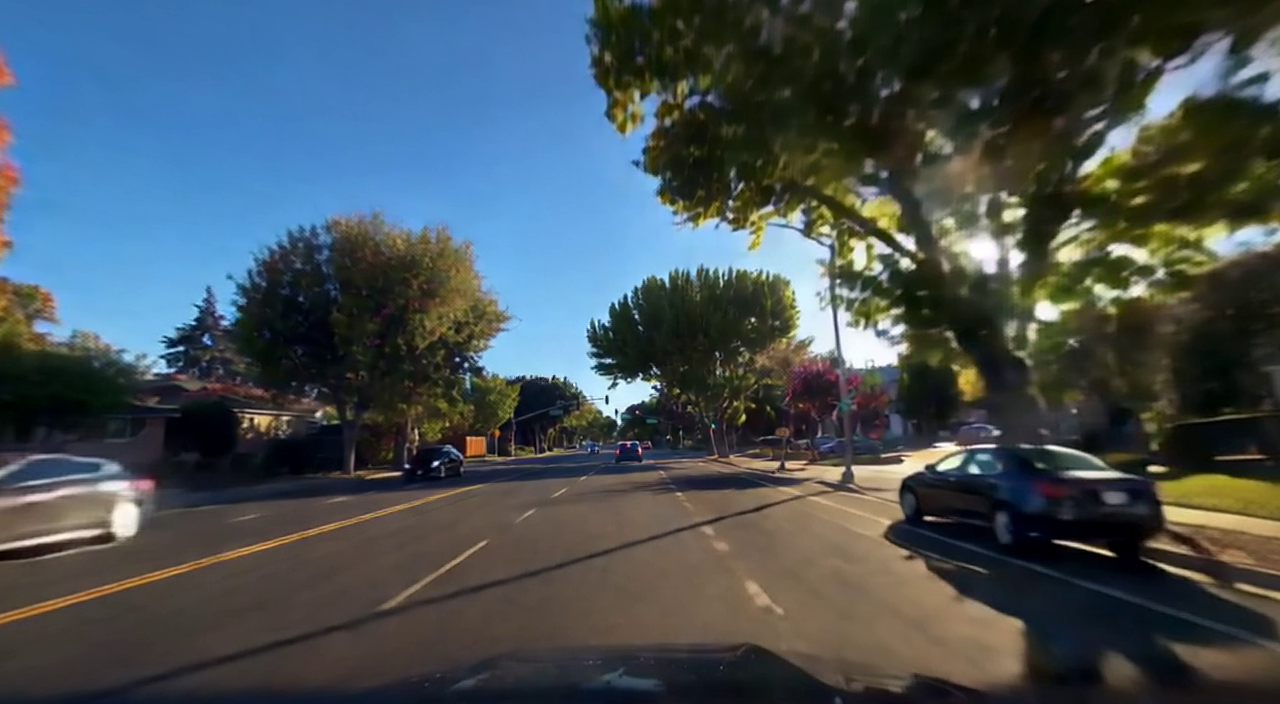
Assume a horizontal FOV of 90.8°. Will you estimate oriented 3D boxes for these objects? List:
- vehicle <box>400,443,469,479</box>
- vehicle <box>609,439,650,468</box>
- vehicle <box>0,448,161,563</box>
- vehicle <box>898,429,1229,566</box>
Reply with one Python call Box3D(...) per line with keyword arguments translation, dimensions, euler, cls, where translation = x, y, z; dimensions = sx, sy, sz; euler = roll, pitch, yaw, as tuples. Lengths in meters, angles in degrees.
Box3D(translation=(-9.969, 5.316, 31.043), dimensions=(1.945, 1.629, 4.197), euler=(0, -9, 0), cls="vehicle")
Box3D(translation=(-0.585, 5.545, 34.501), dimensions=(2.104, 1.462, 3.991), euler=(0, -9, -1), cls="vehicle")
Box3D(translation=(-9.718, 2.203, 9.289), dimensions=(1.992, 1.547, 4.292), euler=(0, -9, 0), cls="vehicle")
Box3D(translation=(5.767, 1.999, 9.427), dimensions=(1.926, 1.555, 4.106), euler=(0, -9, -3), cls="vehicle")
